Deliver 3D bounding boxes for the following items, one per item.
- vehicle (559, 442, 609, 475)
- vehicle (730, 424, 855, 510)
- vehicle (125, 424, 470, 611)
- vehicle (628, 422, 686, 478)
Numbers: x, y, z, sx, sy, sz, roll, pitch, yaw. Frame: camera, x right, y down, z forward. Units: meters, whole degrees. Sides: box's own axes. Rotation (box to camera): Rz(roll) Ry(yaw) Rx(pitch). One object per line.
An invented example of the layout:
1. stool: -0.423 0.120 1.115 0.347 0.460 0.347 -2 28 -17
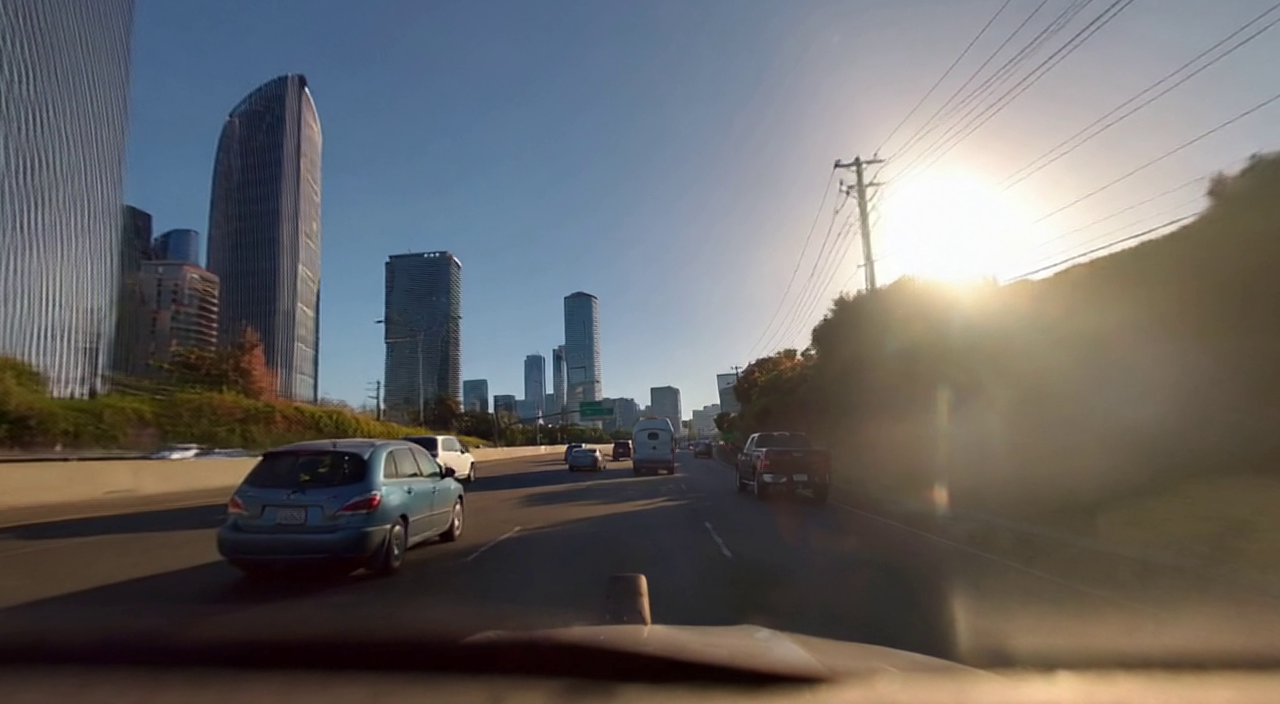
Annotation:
1. vehicle: -2.857 5.549 32.939 1.984 1.567 4.311 -1 -8 3
2. vehicle: 3.800 2.935 16.579 2.283 1.923 4.427 0 -8 2
3. vehicle: -3.565 1.733 7.502 1.934 1.643 3.718 0 -8 1
4. vehicle: 0.934 4.685 30.309 2.457 2.440 5.486 -1 -8 5
